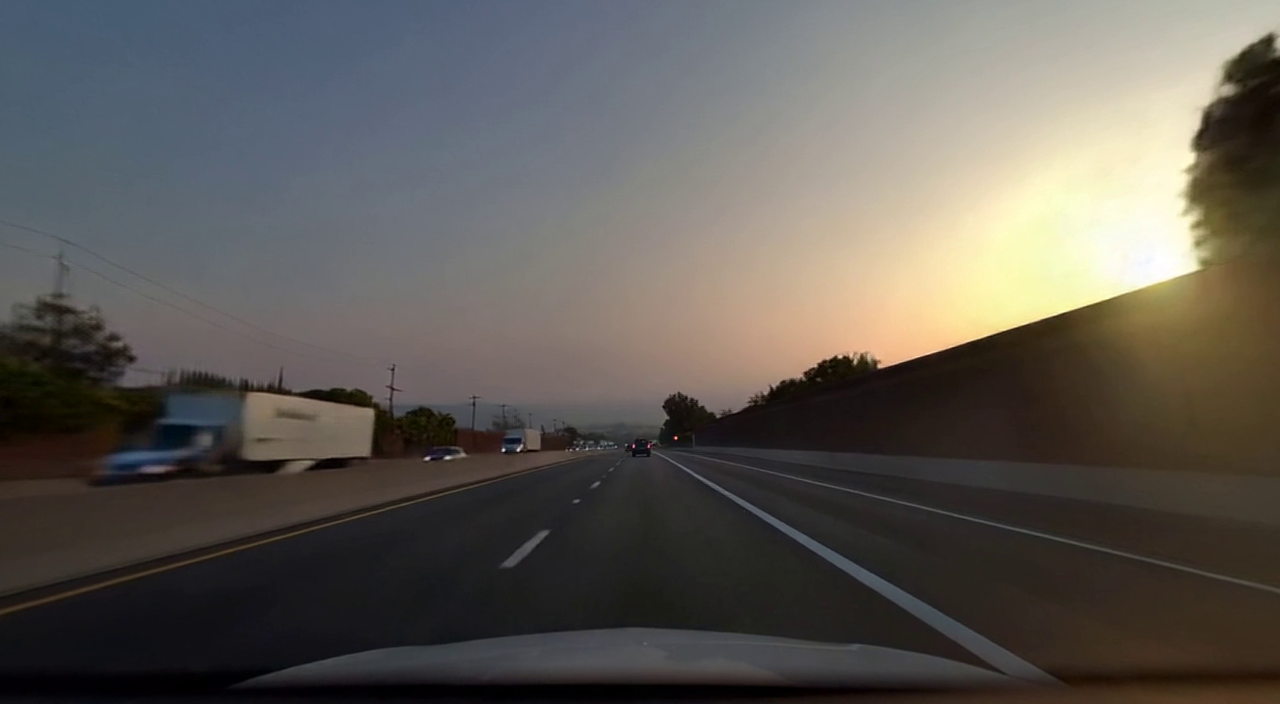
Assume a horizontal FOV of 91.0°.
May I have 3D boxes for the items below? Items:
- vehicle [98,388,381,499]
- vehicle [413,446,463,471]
[{"bbox_3d":[-18.230,4.592,31.653,3.275,4.067,16.823,0,-8,0],"label":"vehicle"},{"bbox_3d":[-13.788,7.289,43.125,1.905,1.587,4.385,0,-8,0],"label":"vehicle"}]
